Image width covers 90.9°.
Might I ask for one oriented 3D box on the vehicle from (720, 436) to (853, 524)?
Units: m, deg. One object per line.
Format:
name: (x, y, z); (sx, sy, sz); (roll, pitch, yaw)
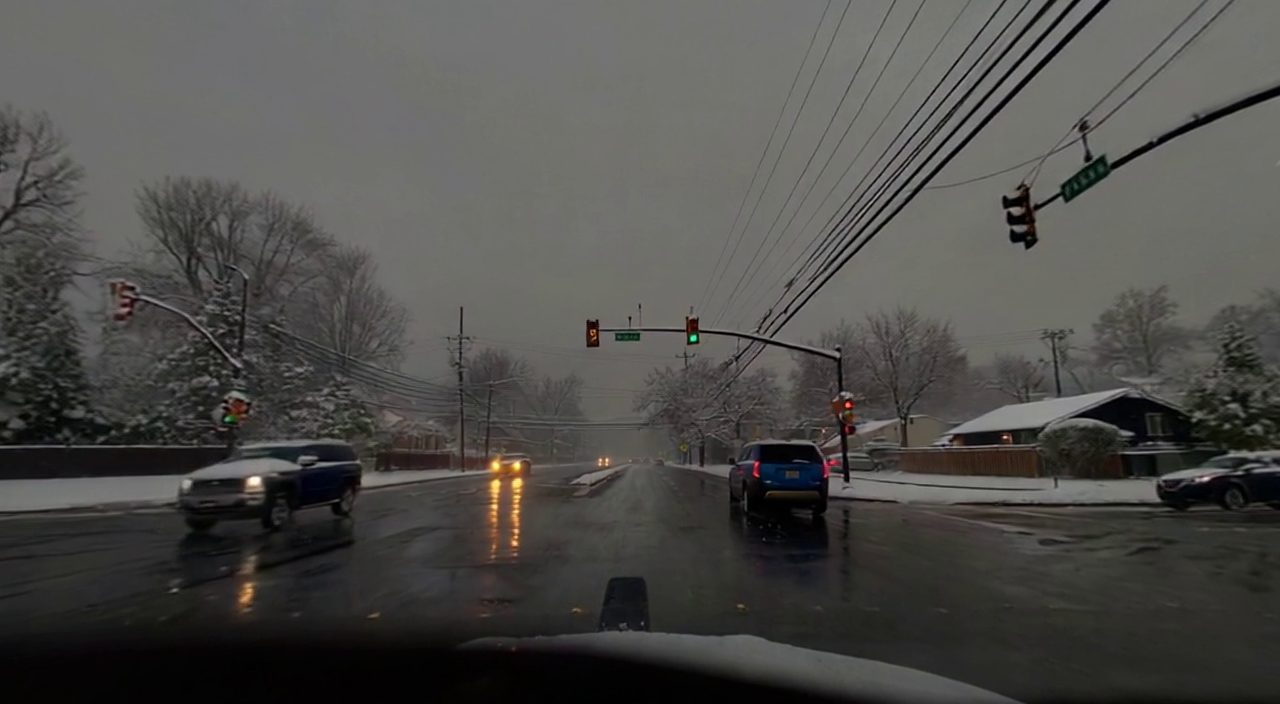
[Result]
vehicle: (3.437, 3.101, 15.920); (2.144, 1.843, 4.827); (0, -9, 0)

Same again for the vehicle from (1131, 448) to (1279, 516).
vehicle: (16.127, 3.344, 16.530); (4.596, 1.637, 2.172); (0, -9, 0)

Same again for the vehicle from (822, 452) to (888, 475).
vehicle: (15.586, 8.099, 45.857); (4.135, 1.558, 1.929); (0, -8, 3)

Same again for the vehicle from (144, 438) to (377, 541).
vehicle: (-7.224, 2.624, 12.679); (1.981, 1.689, 4.233); (0, -9, 1)
